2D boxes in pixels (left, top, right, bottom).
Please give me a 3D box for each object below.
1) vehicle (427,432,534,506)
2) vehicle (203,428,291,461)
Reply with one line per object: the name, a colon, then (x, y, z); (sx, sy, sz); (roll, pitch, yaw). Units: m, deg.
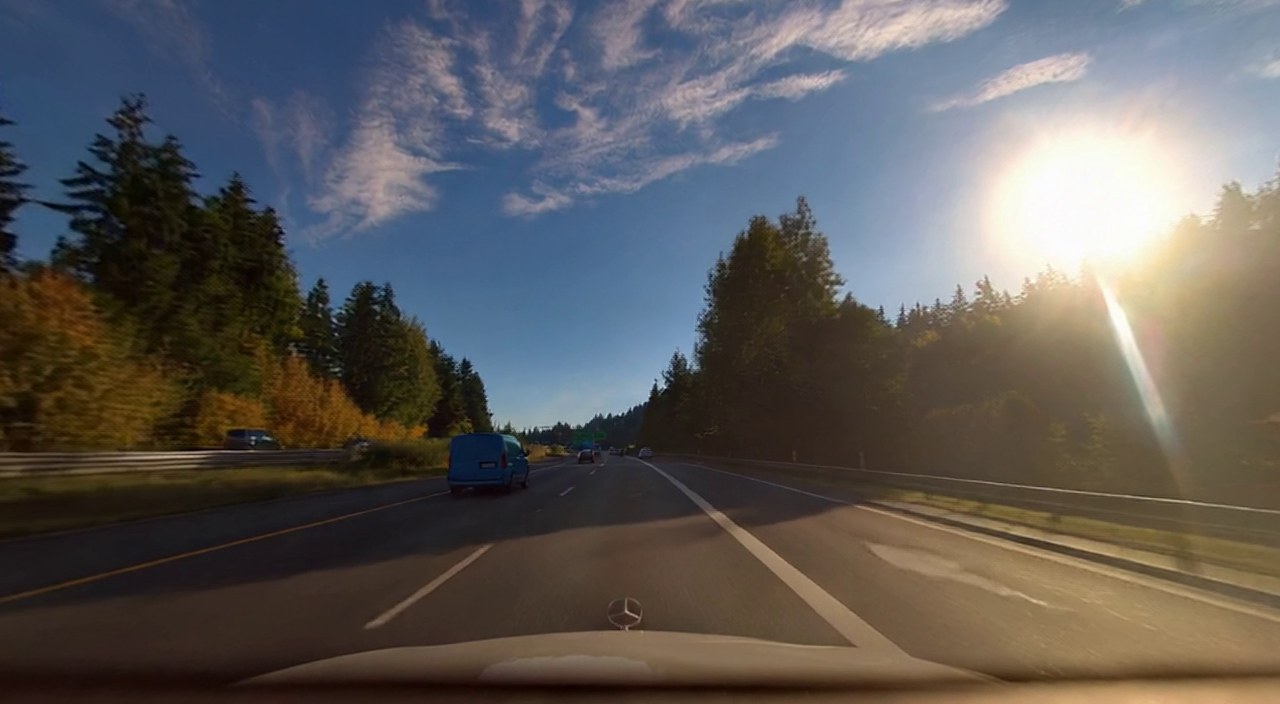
vehicle: (-4.320, 3.241, 17.831); (1.971, 1.795, 4.389); (0, -9, -1)
vehicle: (-18.672, 4.436, 30.141); (1.879, 1.492, 3.607); (0, -9, 0)
